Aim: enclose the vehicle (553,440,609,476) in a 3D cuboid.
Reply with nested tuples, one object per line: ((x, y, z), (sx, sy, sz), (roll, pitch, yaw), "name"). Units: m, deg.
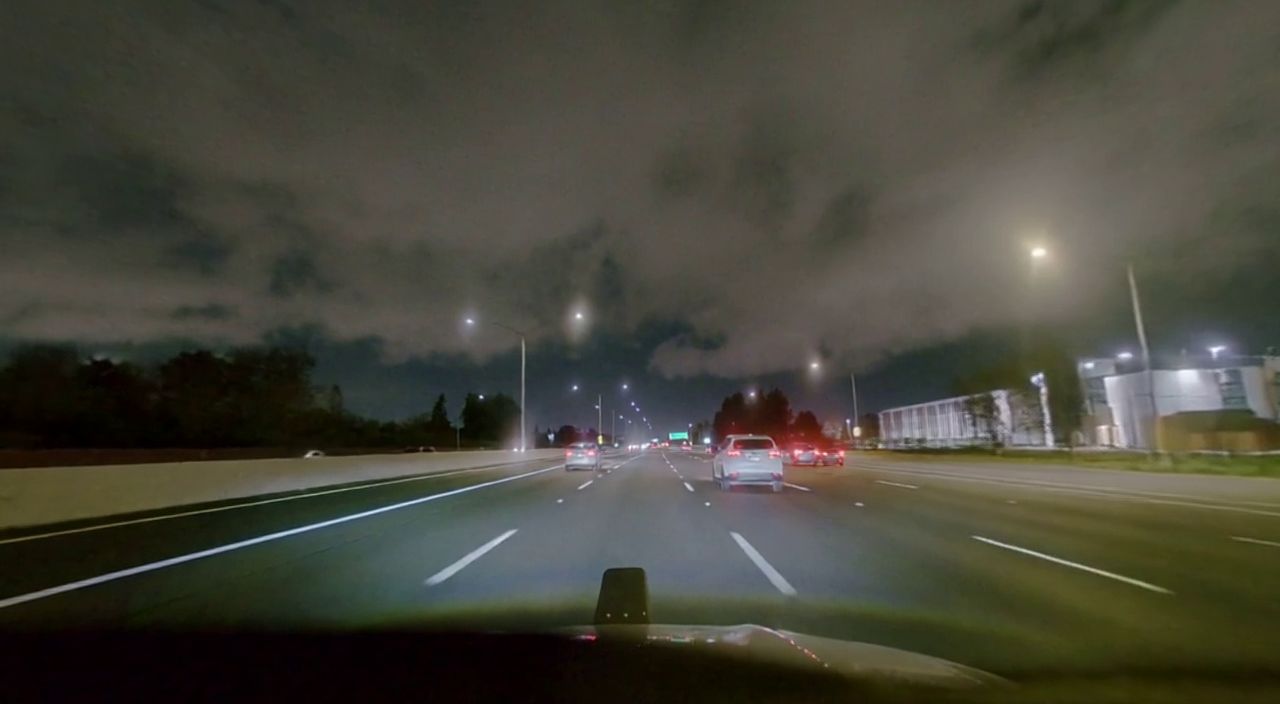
((-2.714, 5.003, 30.069), (2.080, 1.542, 4.718), (-1, -8, 2), "vehicle")

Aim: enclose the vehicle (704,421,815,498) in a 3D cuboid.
((3.166, 2.990, 17.843), (2.148, 1.852, 4.835), (0, -8, 0), "vehicle")

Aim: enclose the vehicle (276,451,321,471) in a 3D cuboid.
((-25.497, 8.140, 47.194), (1.457, 1.336, 3.298), (-1, -8, 1), "vehicle")
